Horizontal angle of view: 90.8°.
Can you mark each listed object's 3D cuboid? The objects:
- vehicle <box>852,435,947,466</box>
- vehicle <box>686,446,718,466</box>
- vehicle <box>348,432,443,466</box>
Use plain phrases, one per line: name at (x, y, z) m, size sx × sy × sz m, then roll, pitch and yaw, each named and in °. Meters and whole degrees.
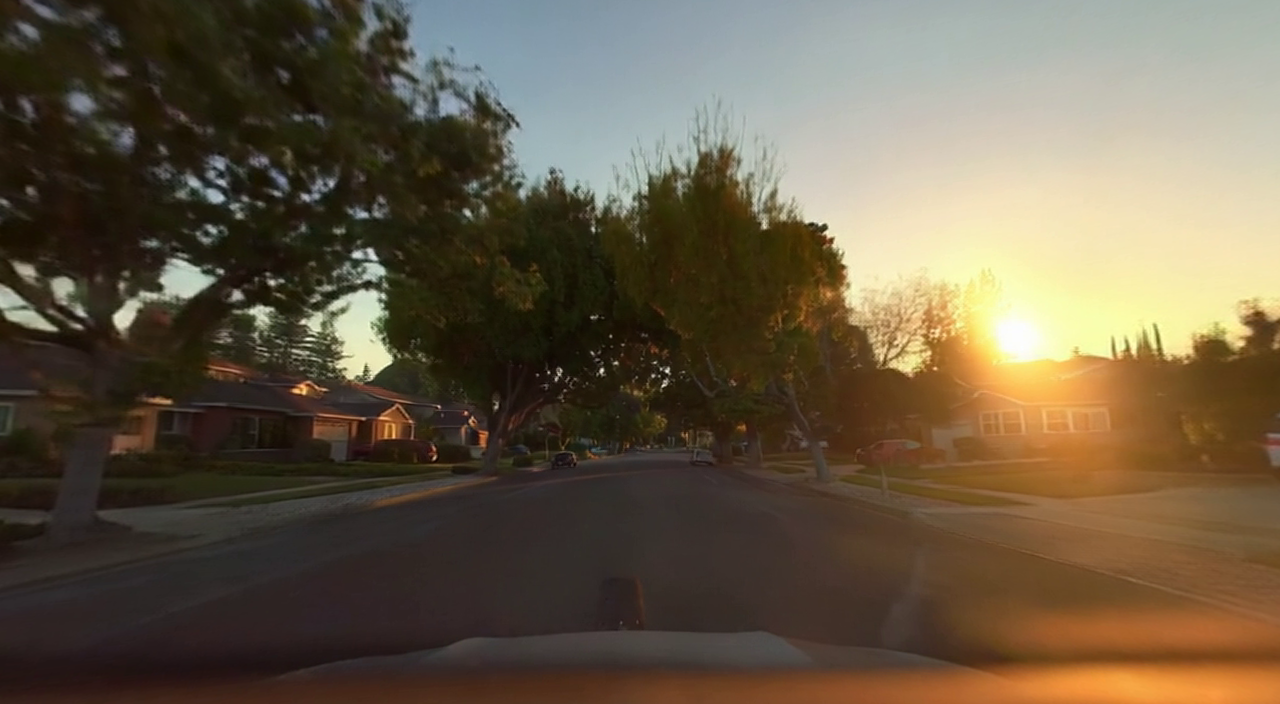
vehicle at (14.197, 5.363, 34.674) m, size 4.391 × 1.555 × 1.953 m, roll 1°, pitch -7°, yaw -12°
vehicle at (4.647, 7.865, 47.807) m, size 1.893 × 1.454 × 4.219 m, roll 0°, pitch -9°, yaw -1°
vehicle at (-15.291, 6.119, 39.638) m, size 5.003 × 1.805 × 2.041 m, roll 10°, pitch -13°, yaw -37°
